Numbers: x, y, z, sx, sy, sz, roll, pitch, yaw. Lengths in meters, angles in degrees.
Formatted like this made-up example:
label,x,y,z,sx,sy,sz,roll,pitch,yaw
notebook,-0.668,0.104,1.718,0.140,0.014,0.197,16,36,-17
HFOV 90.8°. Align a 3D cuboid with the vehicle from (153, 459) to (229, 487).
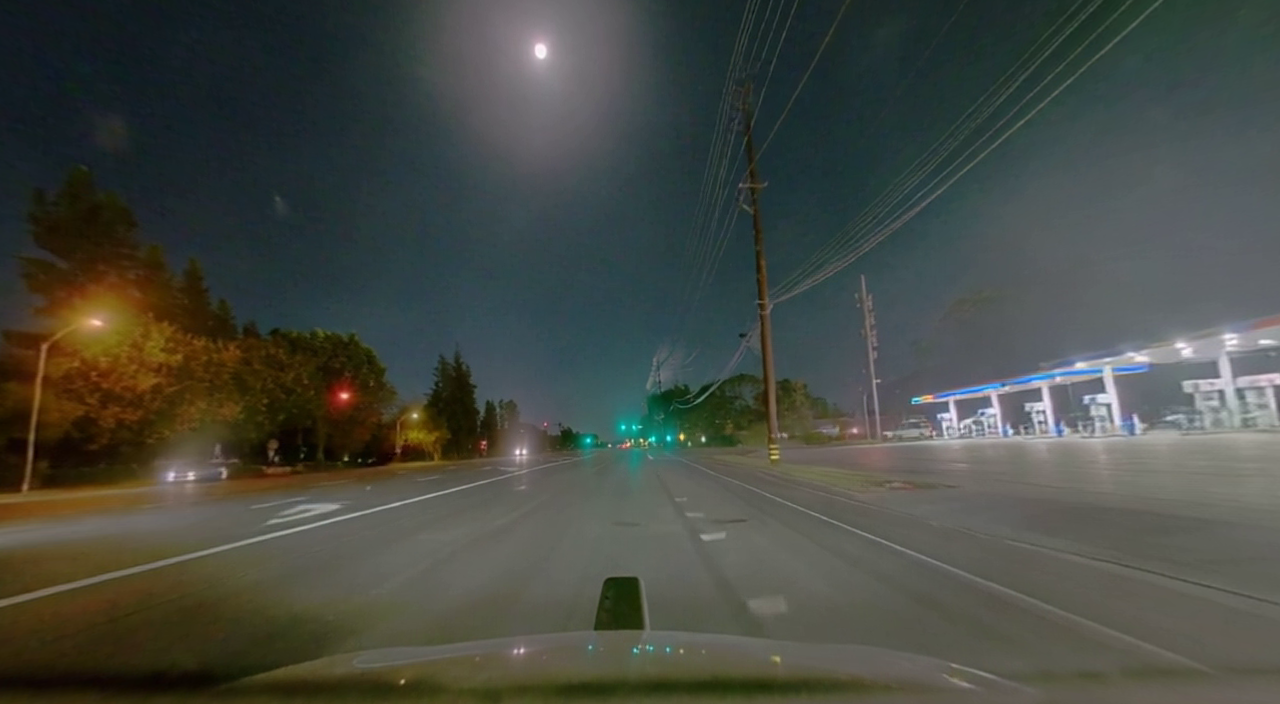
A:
label,x,y,z,sx,sy,sz,roll,pitch,yaw
vehicle,-30.221,8.123,42.712,1.940,1.672,4.631,0,-8,-4
